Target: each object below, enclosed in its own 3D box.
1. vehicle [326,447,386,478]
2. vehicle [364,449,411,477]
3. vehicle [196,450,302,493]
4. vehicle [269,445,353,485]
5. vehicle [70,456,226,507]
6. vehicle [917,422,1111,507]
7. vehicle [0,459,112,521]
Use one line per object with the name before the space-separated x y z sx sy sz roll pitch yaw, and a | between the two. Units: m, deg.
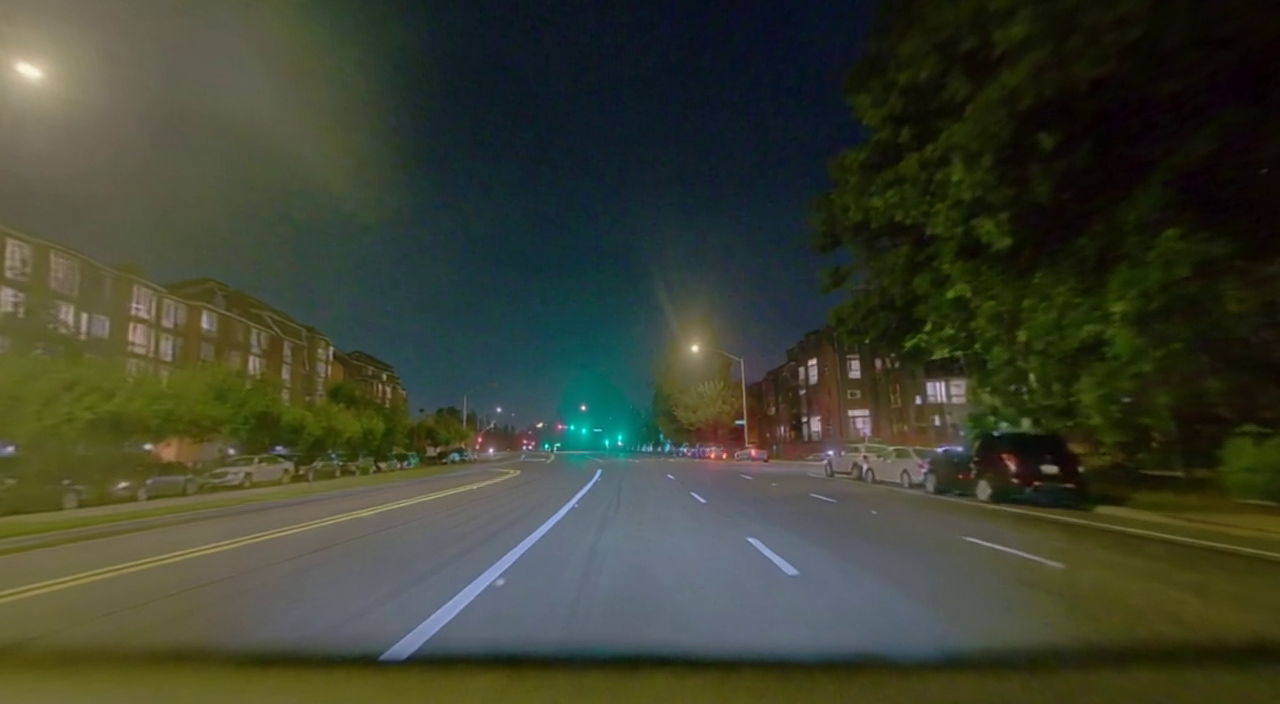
vehicle | -17.816 6.917 39.753 1.883 1.775 4.466 0 -9 -3
vehicle | -18.022 7.894 45.123 1.802 1.477 4.648 -3 -6 -5
vehicle | -17.182 5.221 27.993 1.859 1.694 4.638 0 -9 -2
vehicle | -17.513 5.996 33.878 2.099 1.917 4.720 0 -9 -3
vehicle | -17.038 4.461 22.200 1.807 1.466 4.693 -1 -9 -1
vehicle | 9.934 3.046 17.423 2.091 1.962 5.091 1 -9 -2
vehicle | -17.084 3.695 17.022 1.891 1.474 4.437 -1 -9 -2
